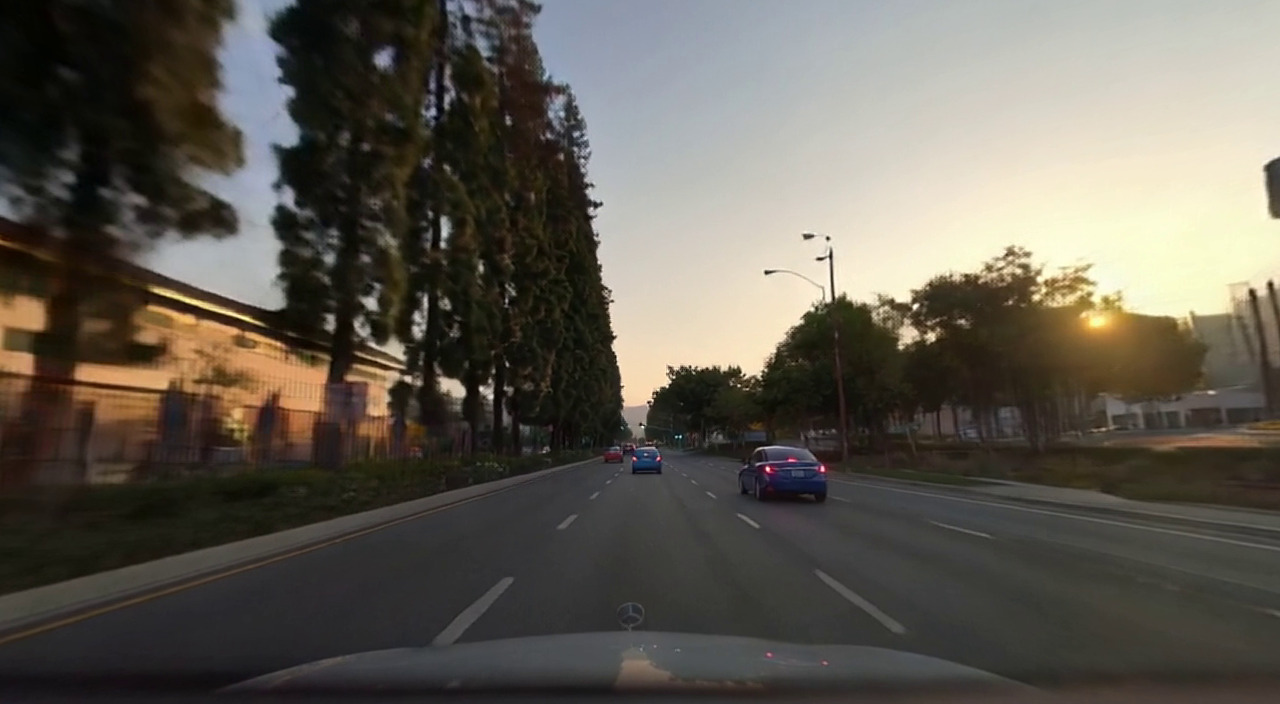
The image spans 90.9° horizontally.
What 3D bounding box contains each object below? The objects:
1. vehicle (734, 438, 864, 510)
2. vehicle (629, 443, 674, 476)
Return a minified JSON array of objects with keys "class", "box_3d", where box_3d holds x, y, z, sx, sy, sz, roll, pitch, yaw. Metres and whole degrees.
[{"class":"vehicle","box_3d":[3.696,2.908,15.537,2.067,1.497,4.327,0,-8,0]},{"class":"vehicle","box_3d":[0.547,5.364,31.610,2.144,1.505,4.128,0,-8,0]}]
